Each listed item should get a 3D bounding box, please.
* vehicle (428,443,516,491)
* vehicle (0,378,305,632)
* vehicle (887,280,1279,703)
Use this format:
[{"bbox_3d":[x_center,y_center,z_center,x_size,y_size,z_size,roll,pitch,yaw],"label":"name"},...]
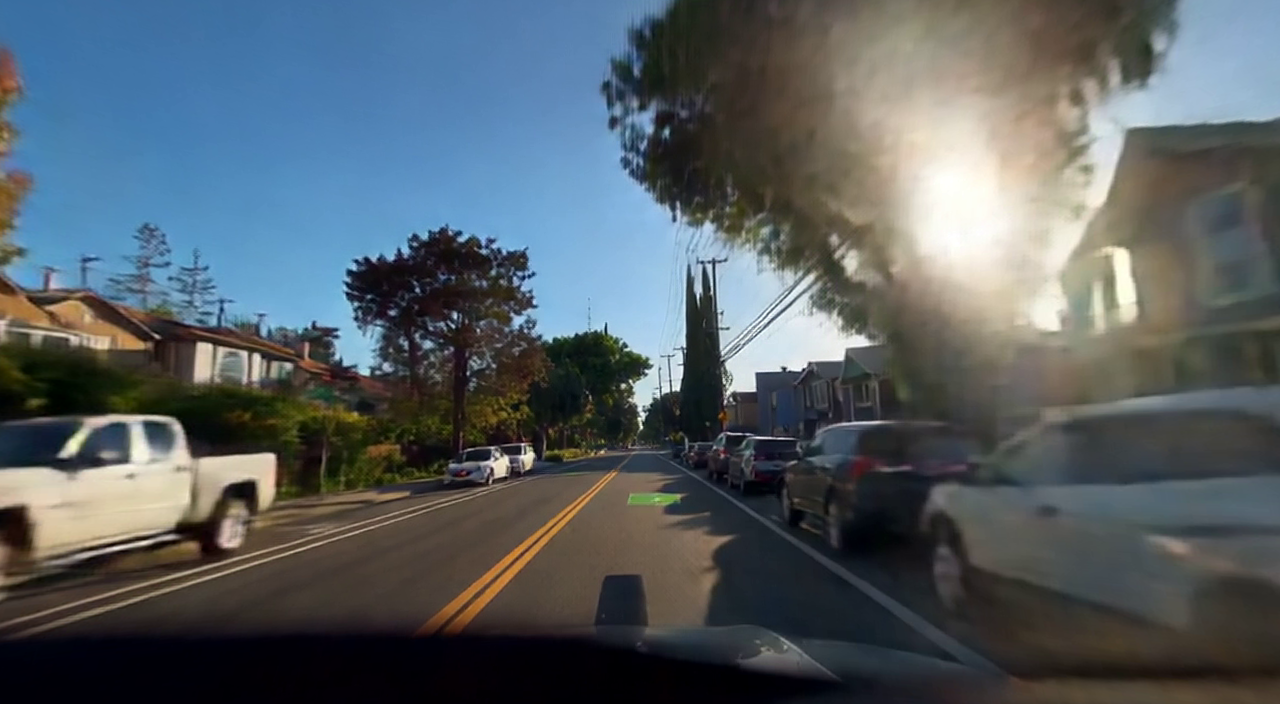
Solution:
[{"bbox_3d":[-6.502,4.447,24.985,2.084,1.573,4.599,-2,-7,2],"label":"vehicle"},{"bbox_3d":[-6.518,1.592,7.584,2.270,2.098,5.130,-1,-7,-1],"label":"vehicle"},{"bbox_3d":[3.449,0.852,3.345,2.065,1.953,5.359,0,-8,0],"label":"vehicle"}]
